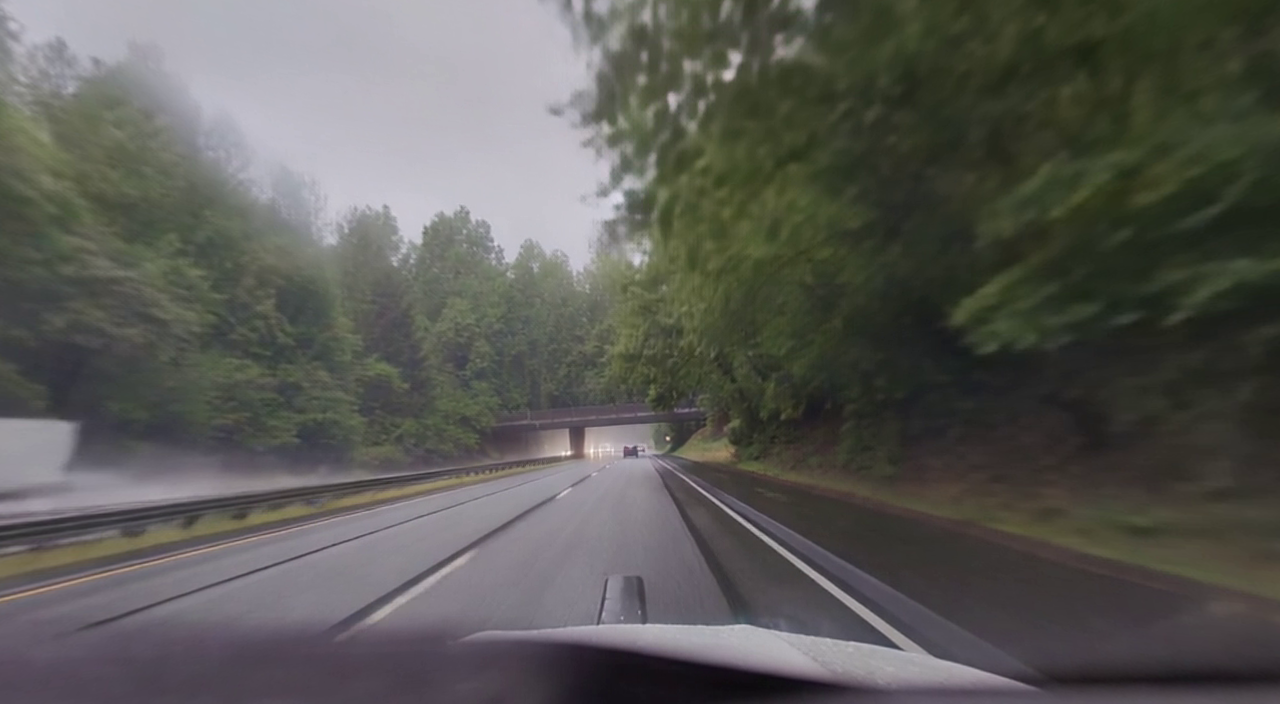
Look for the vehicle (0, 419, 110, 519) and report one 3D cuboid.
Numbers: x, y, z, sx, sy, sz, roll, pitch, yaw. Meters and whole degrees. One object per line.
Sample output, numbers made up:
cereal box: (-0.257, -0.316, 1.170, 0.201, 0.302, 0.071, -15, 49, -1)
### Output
vehicle: (-17.186, 3.053, 16.545, 2.332, 2.487, 4.648, 0, -9, 1)
